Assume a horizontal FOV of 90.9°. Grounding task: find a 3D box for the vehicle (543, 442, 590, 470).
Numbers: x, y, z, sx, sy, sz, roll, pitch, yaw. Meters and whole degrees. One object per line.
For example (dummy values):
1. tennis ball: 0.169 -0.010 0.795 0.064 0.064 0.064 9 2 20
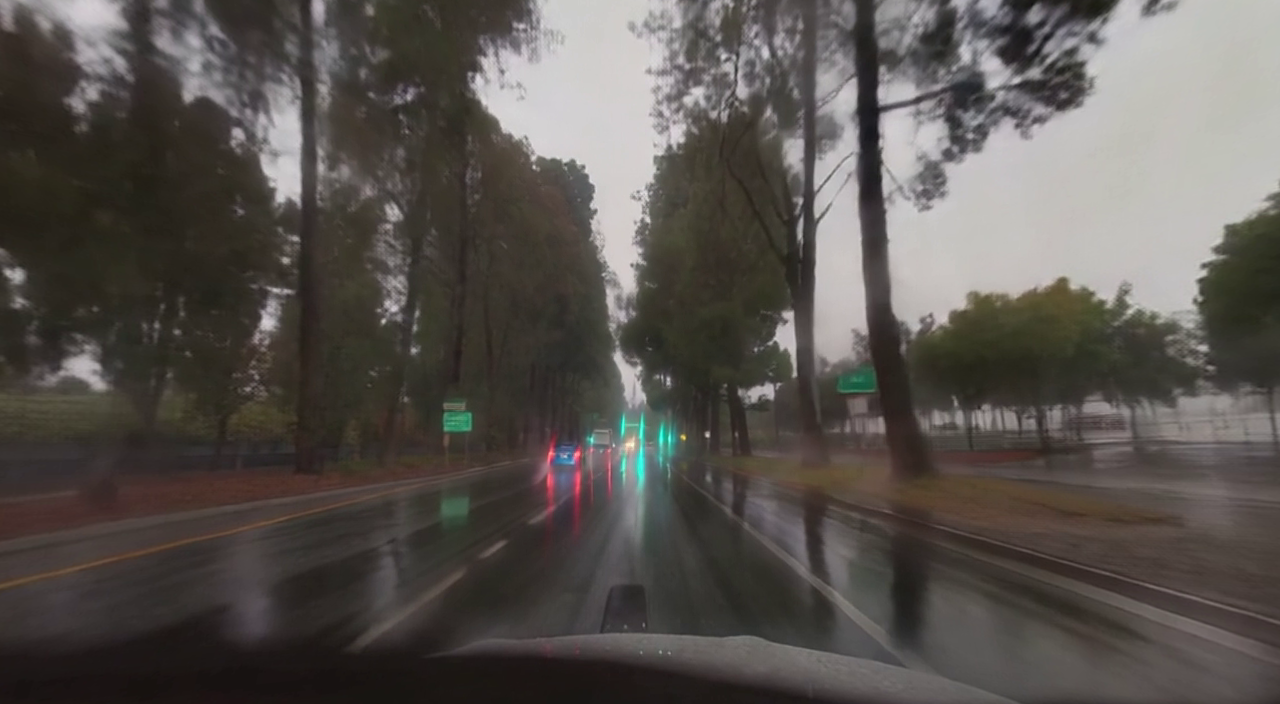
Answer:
1. vehicle: -3.959 5.696 34.757 2.005 1.462 4.345 0 -8 1
